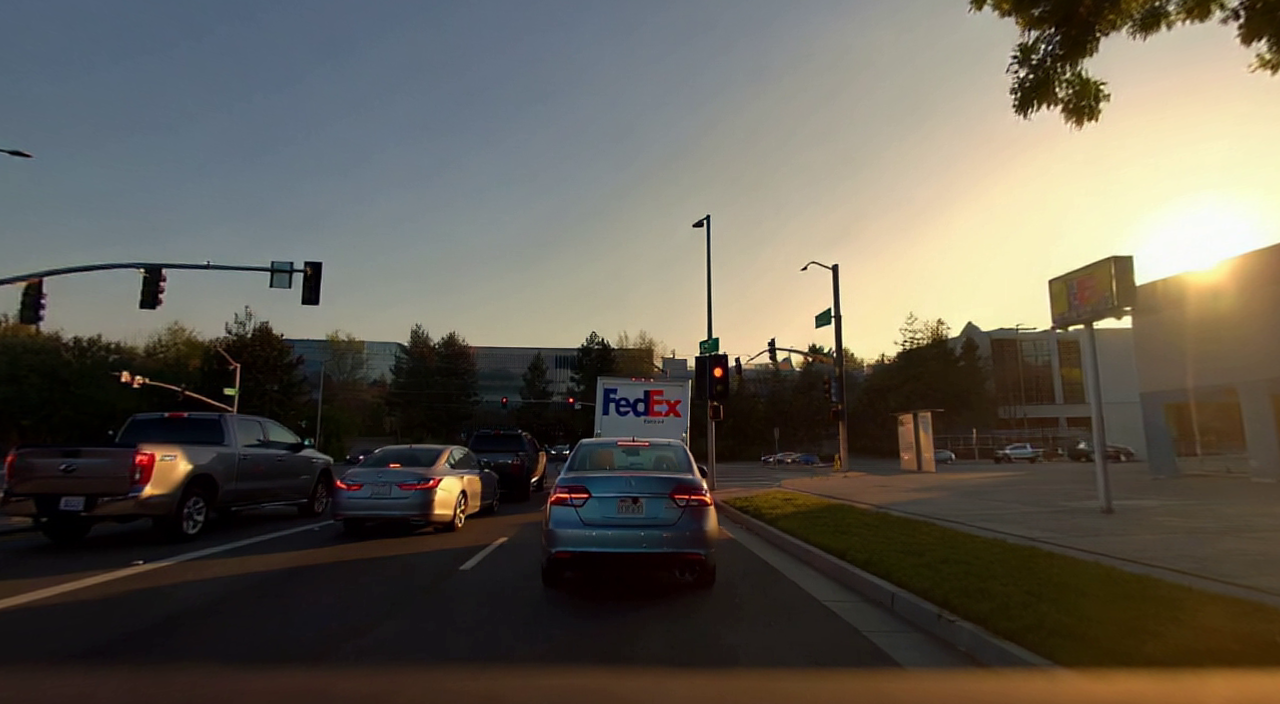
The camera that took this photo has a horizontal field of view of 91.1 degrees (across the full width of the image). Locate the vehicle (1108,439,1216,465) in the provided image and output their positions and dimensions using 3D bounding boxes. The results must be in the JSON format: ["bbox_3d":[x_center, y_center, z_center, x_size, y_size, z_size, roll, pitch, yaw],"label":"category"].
[{"bbox_3d":[31.138,5.970,37.515,4.794,1.481,1.968,1,-9,-3],"label":"vehicle"}]

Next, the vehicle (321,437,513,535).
[{"bbox_3d":[-3.892,2.396,11.918,1.949,1.487,4.390,0,-9,1],"label":"vehicle"}]

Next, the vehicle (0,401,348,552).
[{"bbox_3d":[-7.304,1.980,10.720,2.125,1.893,5.498,0,-9,-2],"label":"vehicle"}]

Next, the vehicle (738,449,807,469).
[{"bbox_3d":[10.213,8.287,48.642,4.841,1.494,1.829,1,-9,-5],"label":"vehicle"}]

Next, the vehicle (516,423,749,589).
[{"bbox_3d":[-0.074,1.745,7.985,2.145,1.513,4.269,0,-9,0],"label":"vehicle"}]
